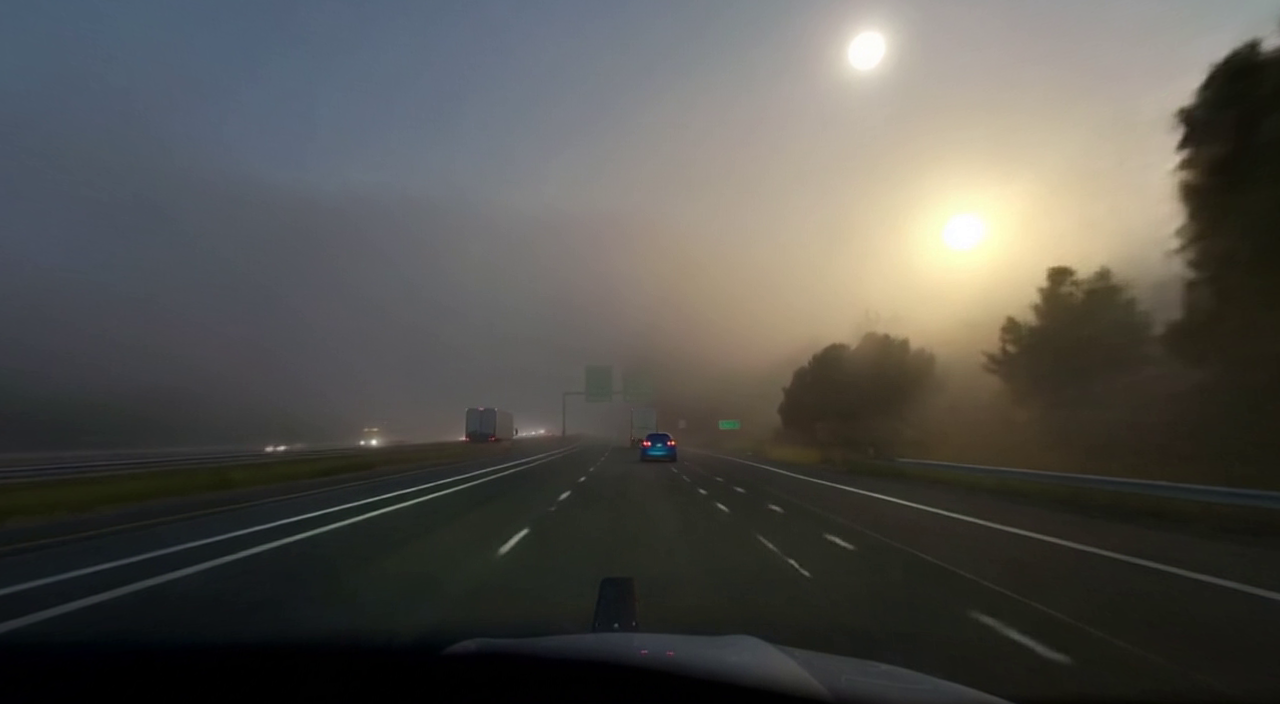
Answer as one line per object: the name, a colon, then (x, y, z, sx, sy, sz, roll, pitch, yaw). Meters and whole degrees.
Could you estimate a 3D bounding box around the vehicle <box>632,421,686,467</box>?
vehicle: (0.770, 4.122, 28.432, 2.076, 1.914, 4.287, 0, -8, -3)
